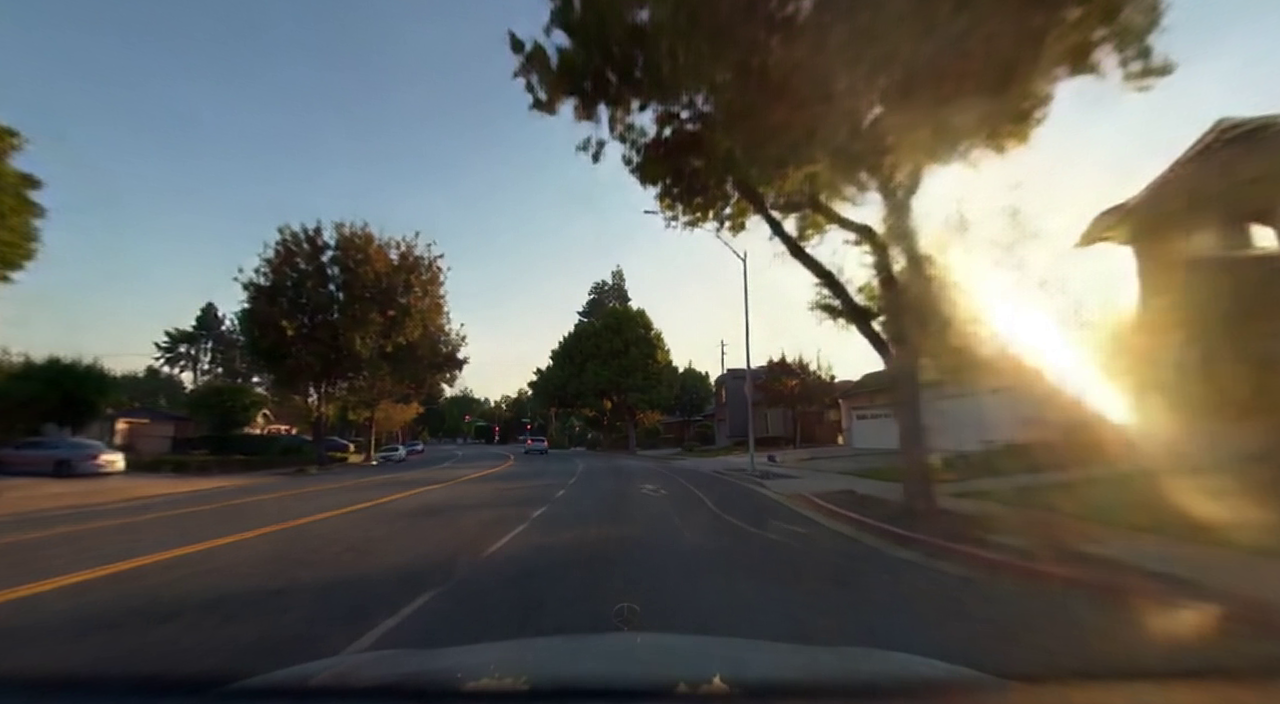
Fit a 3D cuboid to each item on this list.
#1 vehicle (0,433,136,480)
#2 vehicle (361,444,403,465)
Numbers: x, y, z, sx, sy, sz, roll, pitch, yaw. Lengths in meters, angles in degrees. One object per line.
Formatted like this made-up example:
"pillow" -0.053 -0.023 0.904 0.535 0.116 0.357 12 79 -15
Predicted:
"vehicle" -21.753 3.913 23.744 3.832 1.683 1.877 1 -8 -7
"vehicle" -18.457 7.303 45.348 1.911 1.436 4.554 2 -8 -11
